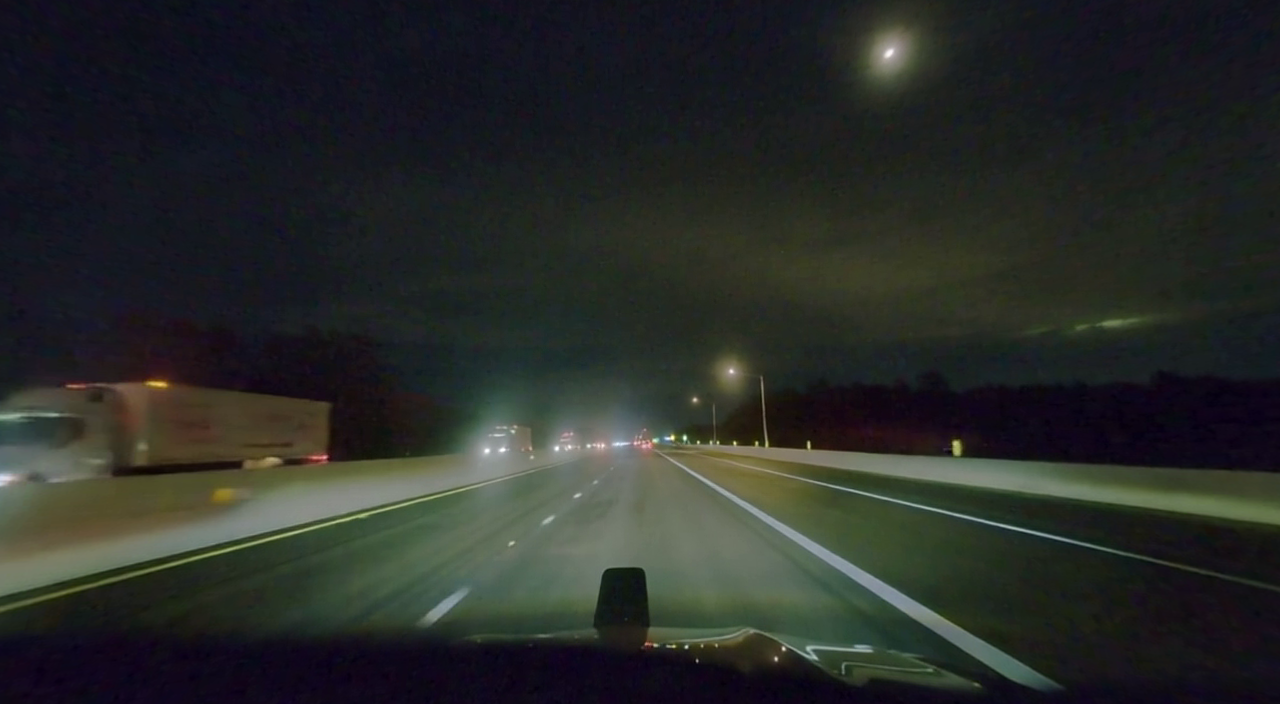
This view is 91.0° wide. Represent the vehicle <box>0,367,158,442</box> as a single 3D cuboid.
[{"bbox_3d":[-18.229,1.757,19.247,2.301,1.979,5.870,0,-8,0],"label":"vehicle"}]

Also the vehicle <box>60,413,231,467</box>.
[{"bbox_3d":[-18.017,3.278,23.358,2.169,1.756,5.078,0,-8,1],"label":"vehicle"}]

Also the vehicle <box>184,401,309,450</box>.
[{"bbox_3d":[-18.131,3.507,29.411,2.087,2.096,5.564,0,-8,2],"label":"vehicle"}]
